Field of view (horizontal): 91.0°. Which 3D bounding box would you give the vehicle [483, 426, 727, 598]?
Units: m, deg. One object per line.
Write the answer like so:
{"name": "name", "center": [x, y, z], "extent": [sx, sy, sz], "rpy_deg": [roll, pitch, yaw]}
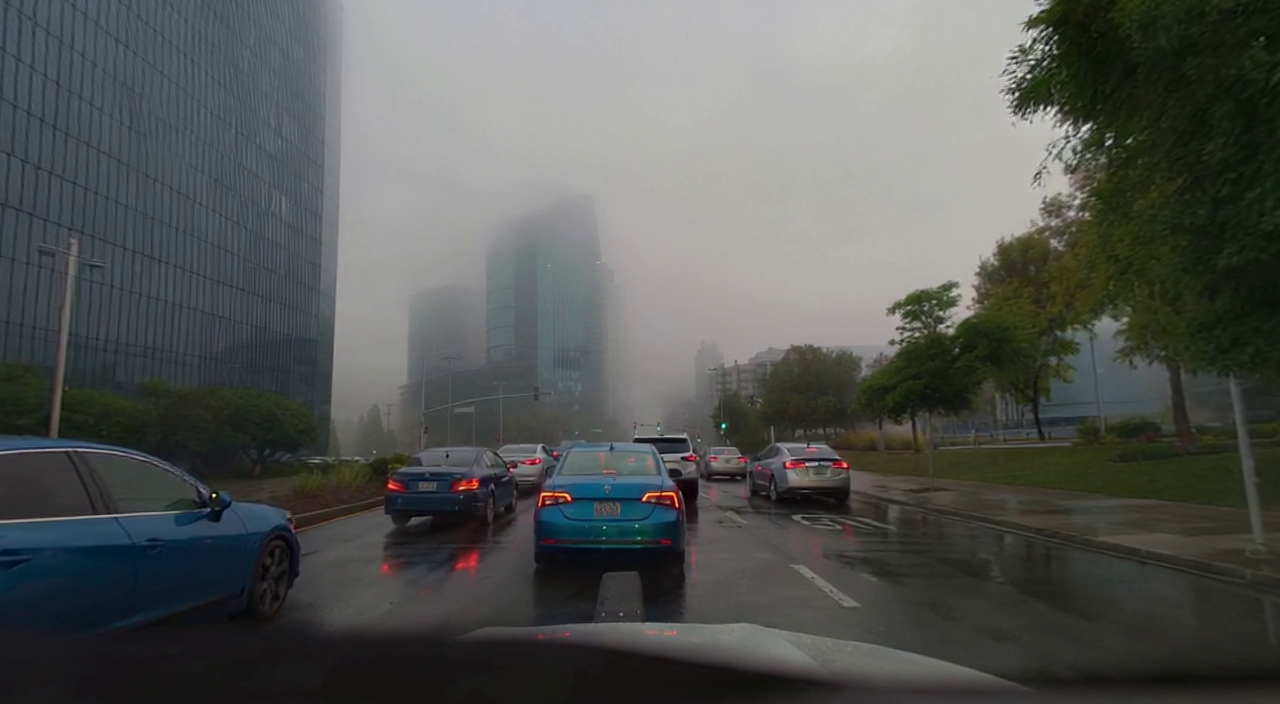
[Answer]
{"name": "vehicle", "center": [-0.254, 1.752, 7.867], "extent": [2.174, 1.509, 4.374], "rpy_deg": [0, -9, 2]}

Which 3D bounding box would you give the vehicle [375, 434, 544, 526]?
{"name": "vehicle", "center": [-3.331, 2.462, 12.718], "extent": [2.044, 1.508, 4.479], "rpy_deg": [0, -9, 1]}

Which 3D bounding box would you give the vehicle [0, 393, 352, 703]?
{"name": "vehicle", "center": [-3.550, 1.076, 3.508], "extent": [1.933, 1.520, 4.195], "rpy_deg": [0, -9, -1]}

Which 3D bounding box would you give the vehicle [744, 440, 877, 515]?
{"name": "vehicle", "center": [3.853, 2.896, 15.083], "extent": [1.940, 1.514, 4.187], "rpy_deg": [0, -9, -1]}
